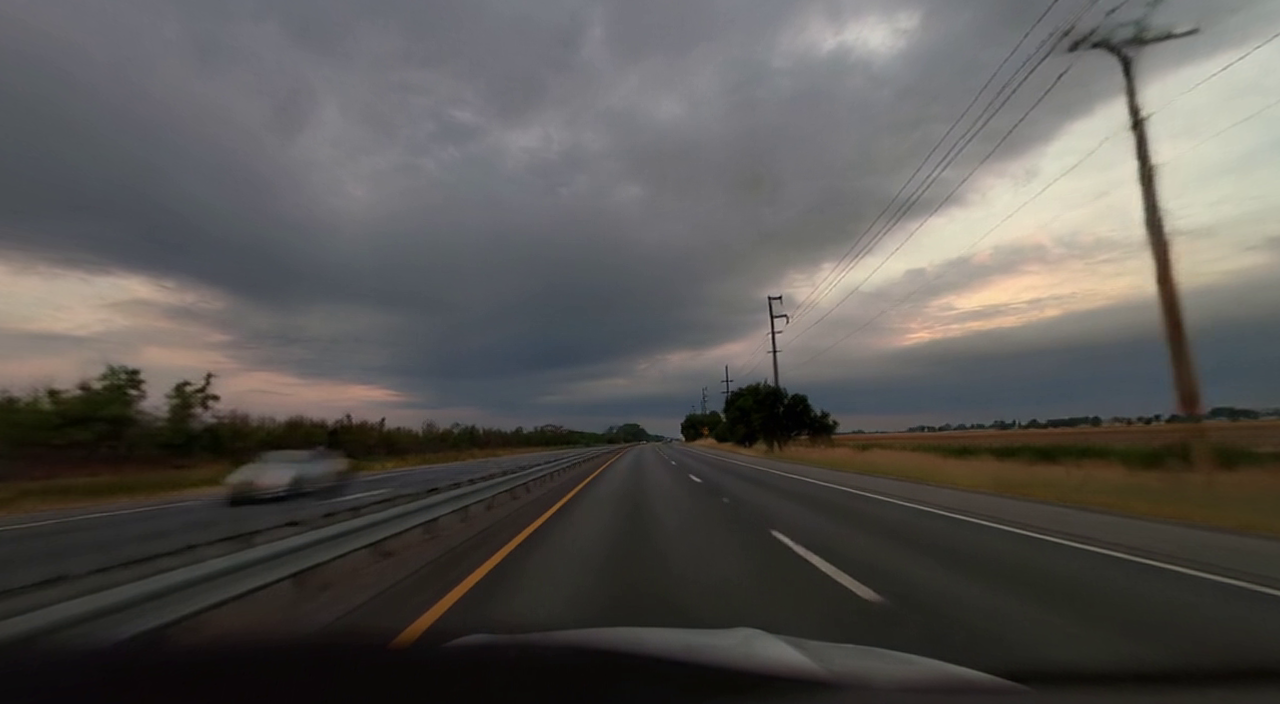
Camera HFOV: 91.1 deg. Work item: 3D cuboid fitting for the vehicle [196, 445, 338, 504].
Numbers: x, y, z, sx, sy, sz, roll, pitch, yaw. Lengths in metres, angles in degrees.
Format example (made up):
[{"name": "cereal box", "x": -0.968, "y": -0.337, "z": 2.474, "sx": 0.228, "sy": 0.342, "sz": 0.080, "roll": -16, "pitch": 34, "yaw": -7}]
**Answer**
[{"name": "vehicle", "x": -10.637, "y": 3.468, "z": 18.252, "sx": 1.844, "sy": 1.505, "sz": 3.708, "roll": 0, "pitch": -8, "yaw": 0}]
